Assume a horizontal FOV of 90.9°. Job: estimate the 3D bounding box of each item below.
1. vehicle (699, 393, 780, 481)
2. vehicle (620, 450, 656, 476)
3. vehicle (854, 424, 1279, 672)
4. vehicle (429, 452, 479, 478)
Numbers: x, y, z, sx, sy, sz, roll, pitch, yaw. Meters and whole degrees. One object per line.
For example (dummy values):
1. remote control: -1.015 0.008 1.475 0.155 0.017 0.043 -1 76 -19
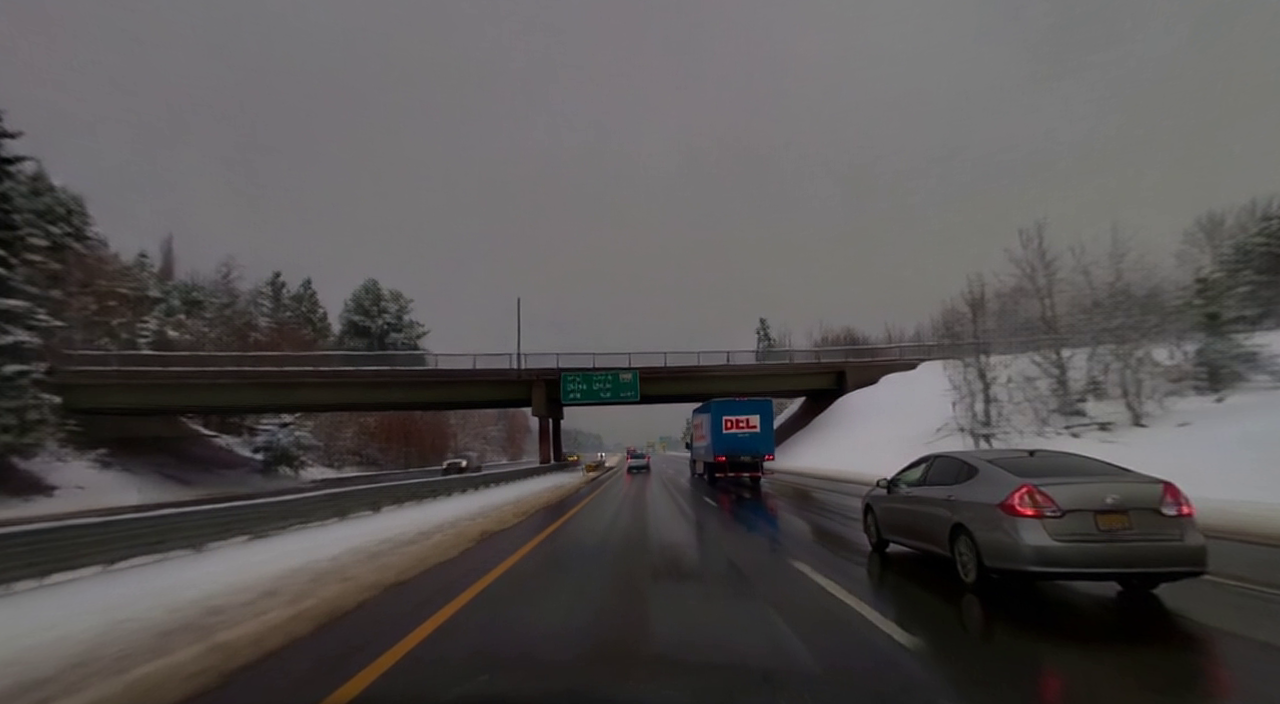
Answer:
1. vehicle: 4.961 4.522 33.043 2.838 3.985 8.010 0 -9 0
2. vehicle: -0.104 6.731 38.310 2.055 1.445 3.661 -1 -9 0
3. vehicle: 3.693 1.497 5.901 1.894 1.452 4.164 0 -9 0
4. vehicle: -12.826 7.846 43.828 2.029 1.656 4.587 -1 -9 1
